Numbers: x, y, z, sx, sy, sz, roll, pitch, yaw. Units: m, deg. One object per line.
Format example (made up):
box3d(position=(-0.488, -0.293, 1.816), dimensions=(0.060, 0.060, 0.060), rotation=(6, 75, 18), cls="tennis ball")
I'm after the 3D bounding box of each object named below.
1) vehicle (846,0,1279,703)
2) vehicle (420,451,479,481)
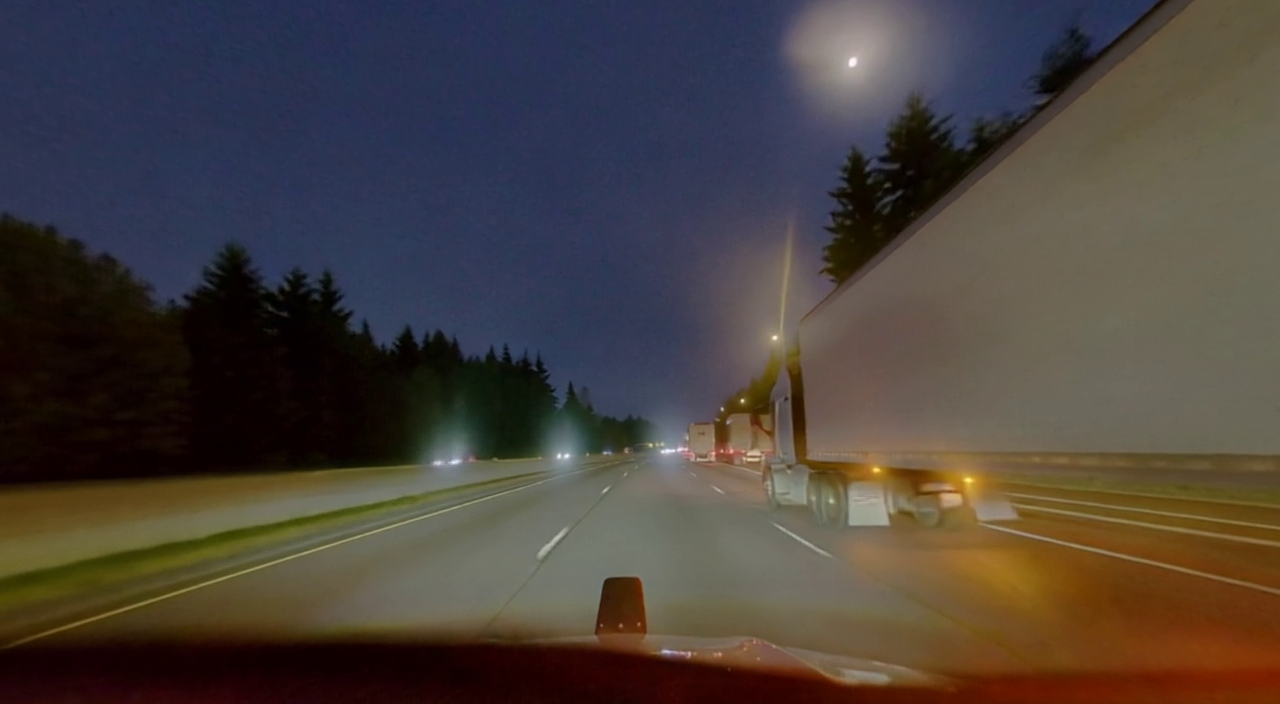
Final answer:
box3d(position=(4.483, -0.352, 2.397), dimensions=(2.859, 3.984, 14.045), rotation=(0, -9, 1), cls="vehicle")
box3d(position=(-10.901, 6.544, 36.396), dimensions=(1.943, 1.620, 4.182), rotation=(-1, -9, 2), cls="vehicle")
